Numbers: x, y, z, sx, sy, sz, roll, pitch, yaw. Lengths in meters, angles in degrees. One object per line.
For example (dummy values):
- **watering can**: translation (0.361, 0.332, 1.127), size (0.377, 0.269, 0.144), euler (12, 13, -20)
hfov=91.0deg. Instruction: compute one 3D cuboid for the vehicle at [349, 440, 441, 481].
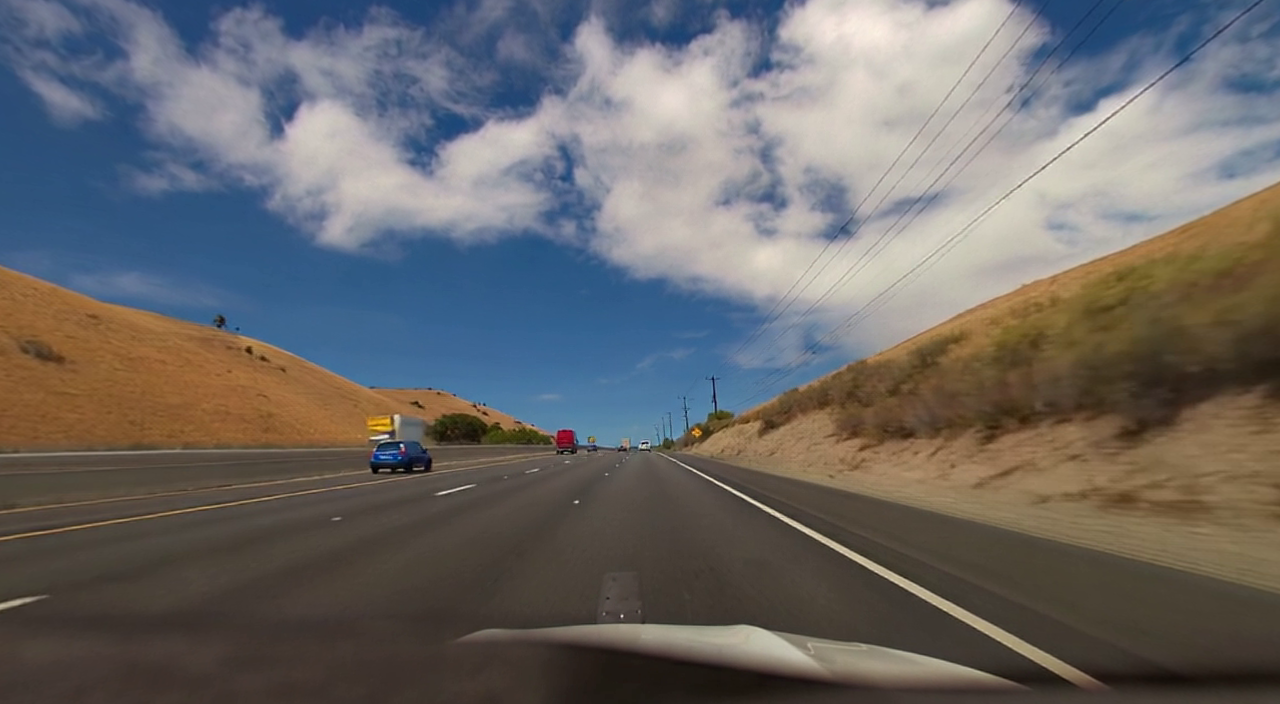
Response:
- **vehicle**: translation (-10.349, 4.607, 27.057), size (1.971, 1.558, 4.847), euler (0, -8, 0)
